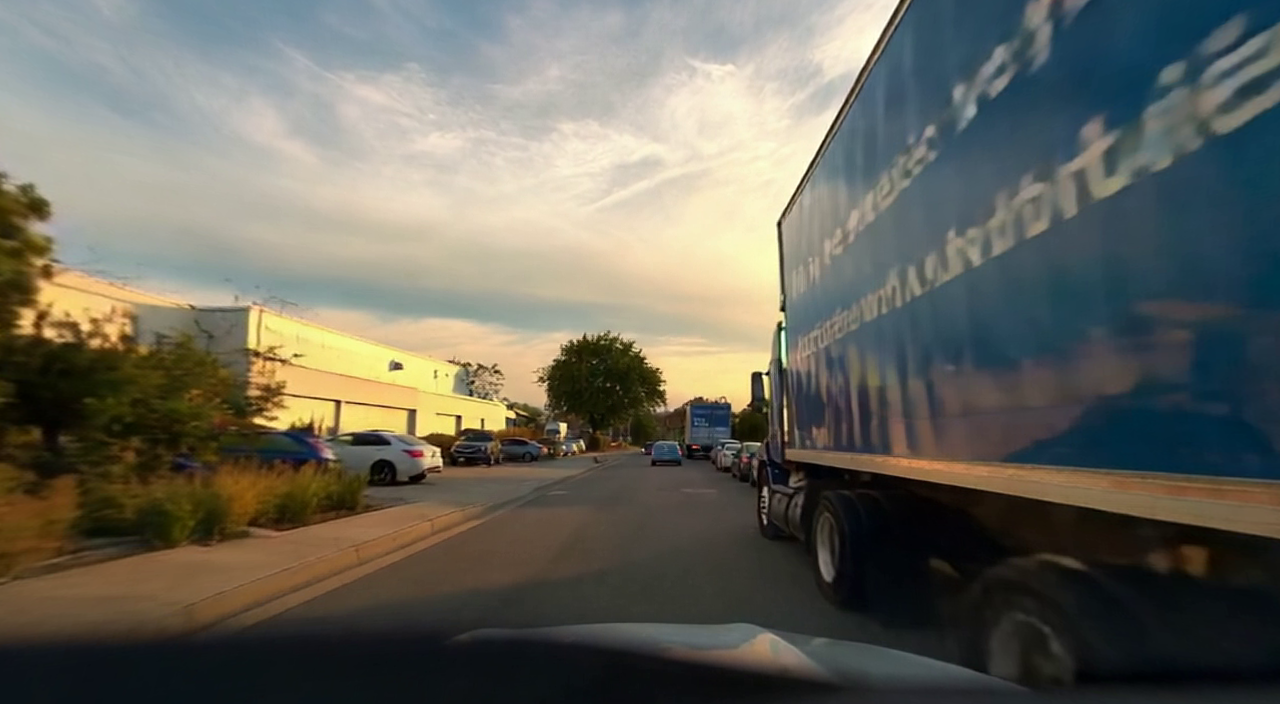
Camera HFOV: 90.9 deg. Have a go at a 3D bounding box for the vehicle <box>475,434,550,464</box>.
[{"bbox_3d":[-6.695,5.118,33.313,3.569,1.520,1.797,0,-8,0],"label":"vehicle"}]

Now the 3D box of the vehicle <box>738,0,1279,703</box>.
[{"bbox_3d":[3.038,0.251,5.294,3.019,3.659,10.648,0,-8,2],"label":"vehicle"}]

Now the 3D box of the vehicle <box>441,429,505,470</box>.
[{"bbox_3d":[-7.677,4.510,29.398,1.996,1.719,4.382,2,-8,-4],"label":"vehicle"}]

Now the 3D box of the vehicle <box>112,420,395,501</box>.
[{"bbox_3d":[-7.694,2.184,12.889,4.555,1.517,1.858,0,-8,2],"label":"vehicle"}]

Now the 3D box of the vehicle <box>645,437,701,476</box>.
[{"bbox_3d":[1.361,4.312,26.376,2.160,1.498,3.909,0,-8,2],"label":"vehicle"}]

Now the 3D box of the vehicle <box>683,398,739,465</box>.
[{"bbox_3d":[4.890,5.909,46.185,2.865,4.113,14.471,0,-8,2],"label":"vehicle"}]
